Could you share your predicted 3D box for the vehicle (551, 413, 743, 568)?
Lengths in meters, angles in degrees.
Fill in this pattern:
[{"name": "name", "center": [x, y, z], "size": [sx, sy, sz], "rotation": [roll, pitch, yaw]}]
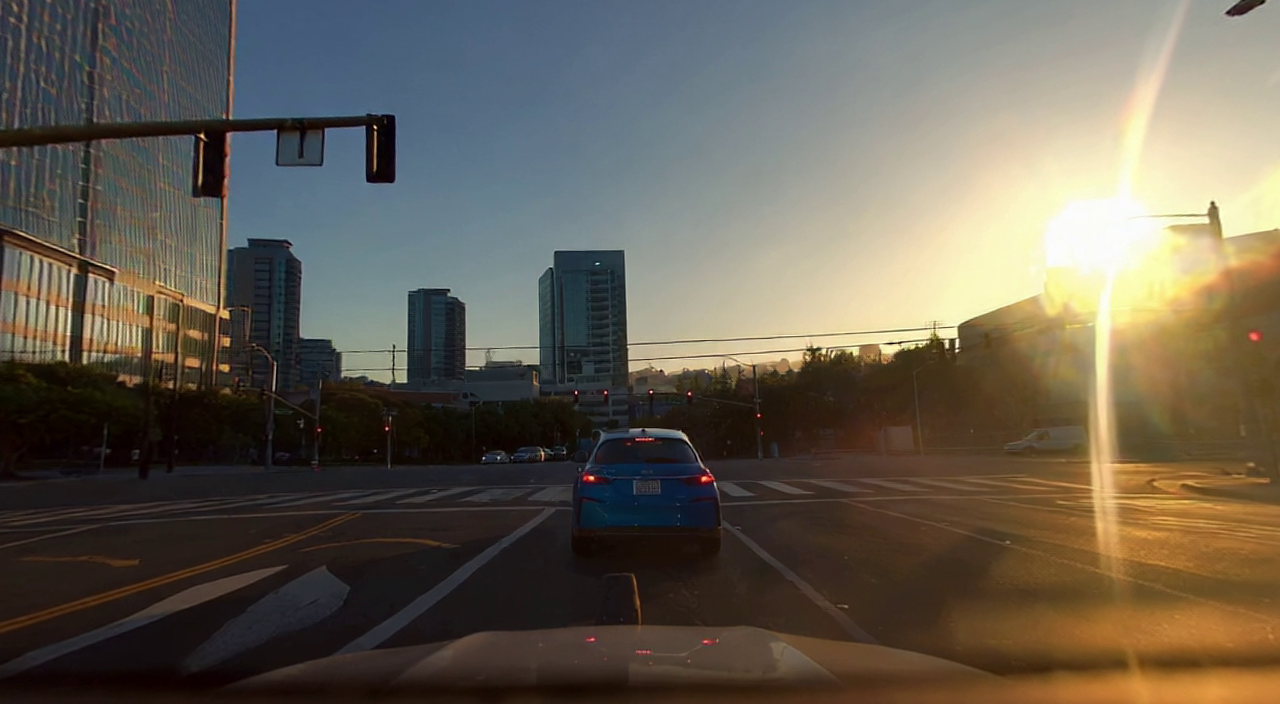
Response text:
[{"name": "vehicle", "center": [0.037, 1.755, 8.715], "size": [2.027, 1.626, 3.942], "rotation": [0, -8, -1]}]
